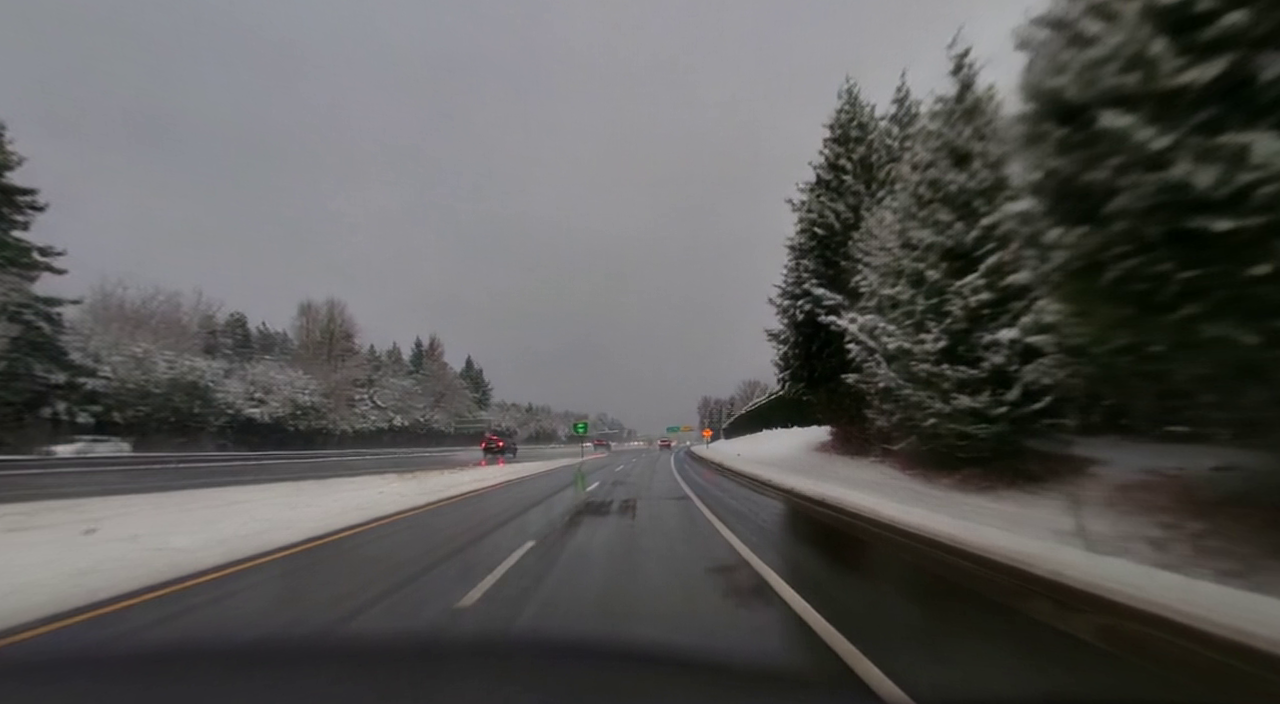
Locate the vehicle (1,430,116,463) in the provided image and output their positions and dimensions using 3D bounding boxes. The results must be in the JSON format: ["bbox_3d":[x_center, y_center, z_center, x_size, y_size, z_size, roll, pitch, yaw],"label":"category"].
[{"bbox_3d":[-40.639,6.588,44.281,2.051,2.134,5.638,-1,-8,10],"label":"vehicle"}]

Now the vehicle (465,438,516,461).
[{"bbox_3d":[-10.809,7.066,45.900,2.141,1.612,3.998,-2,-8,11],"label":"vehicle"}]
